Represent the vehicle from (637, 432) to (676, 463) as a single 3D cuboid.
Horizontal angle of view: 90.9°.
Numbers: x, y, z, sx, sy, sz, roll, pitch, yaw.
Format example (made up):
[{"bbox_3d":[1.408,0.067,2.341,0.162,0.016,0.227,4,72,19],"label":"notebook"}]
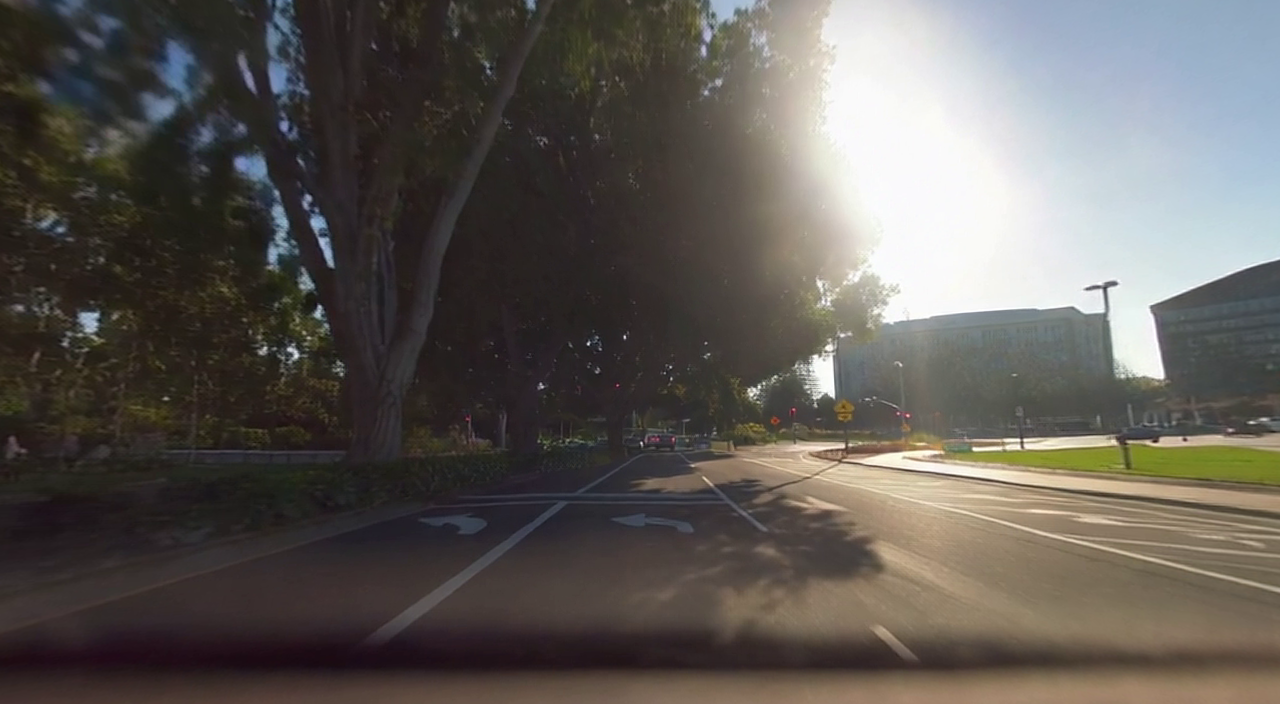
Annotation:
[{"bbox_3d":[1.040,5.897,38.932,2.298,1.770,4.138,0,-8,2],"label":"vehicle"}]
